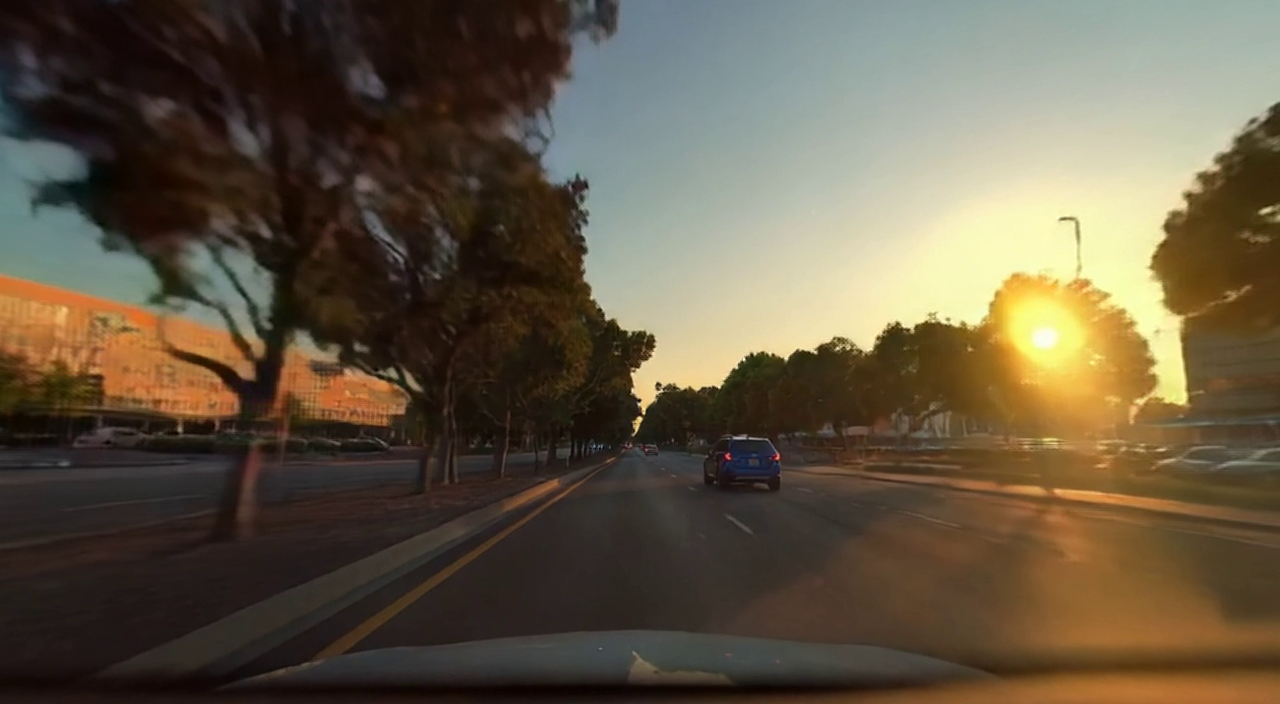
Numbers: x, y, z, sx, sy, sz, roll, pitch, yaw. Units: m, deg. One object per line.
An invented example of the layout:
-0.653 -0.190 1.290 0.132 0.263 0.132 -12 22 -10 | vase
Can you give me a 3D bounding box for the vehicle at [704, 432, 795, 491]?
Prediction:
3.394 3.500 20.520 2.072 1.696 4.177 0 -8 -2 | vehicle
